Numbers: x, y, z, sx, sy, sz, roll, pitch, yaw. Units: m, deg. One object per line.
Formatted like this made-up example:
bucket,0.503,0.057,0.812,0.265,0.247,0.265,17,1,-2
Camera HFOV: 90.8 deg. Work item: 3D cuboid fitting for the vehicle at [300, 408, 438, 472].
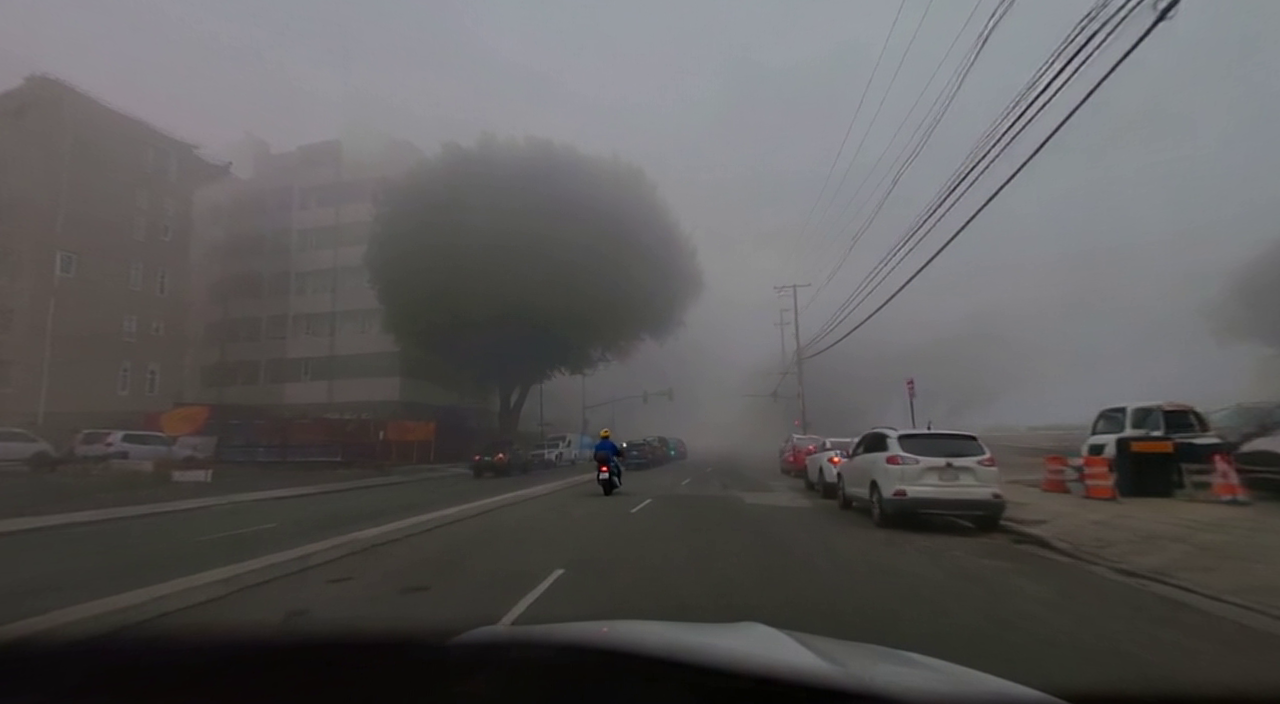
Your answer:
vehicle,-14.864,5.000,35.791,2.990,3.144,9.080,-1,-8,6

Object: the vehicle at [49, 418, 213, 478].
vehicle,-27.258,5.172,34.303,2.933,2.907,6.416,-2,-8,9

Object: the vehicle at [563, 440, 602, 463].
vehicle,-4.207,7.450,47.106,2.105,1.509,4.753,-3,-11,4

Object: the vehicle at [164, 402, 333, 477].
vehicle,-20.704,4.709,34.345,3.283,3.441,8.669,-2,-7,4

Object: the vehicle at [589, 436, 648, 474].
vehicle,-0.876,4.615,28.559,1.925,1.602,4.090,-1,-8,9

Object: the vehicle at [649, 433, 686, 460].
vehicle,2.179,7.212,48.238,2.295,1.929,5.498,-1,-8,8

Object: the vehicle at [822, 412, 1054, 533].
vehicle,5.307,2.228,12.357,2.387,1.820,5.286,-1,-8,6

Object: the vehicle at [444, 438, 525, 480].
vehicle,-7.083,4.900,29.326,2.053,1.771,4.684,-1,-8,7
